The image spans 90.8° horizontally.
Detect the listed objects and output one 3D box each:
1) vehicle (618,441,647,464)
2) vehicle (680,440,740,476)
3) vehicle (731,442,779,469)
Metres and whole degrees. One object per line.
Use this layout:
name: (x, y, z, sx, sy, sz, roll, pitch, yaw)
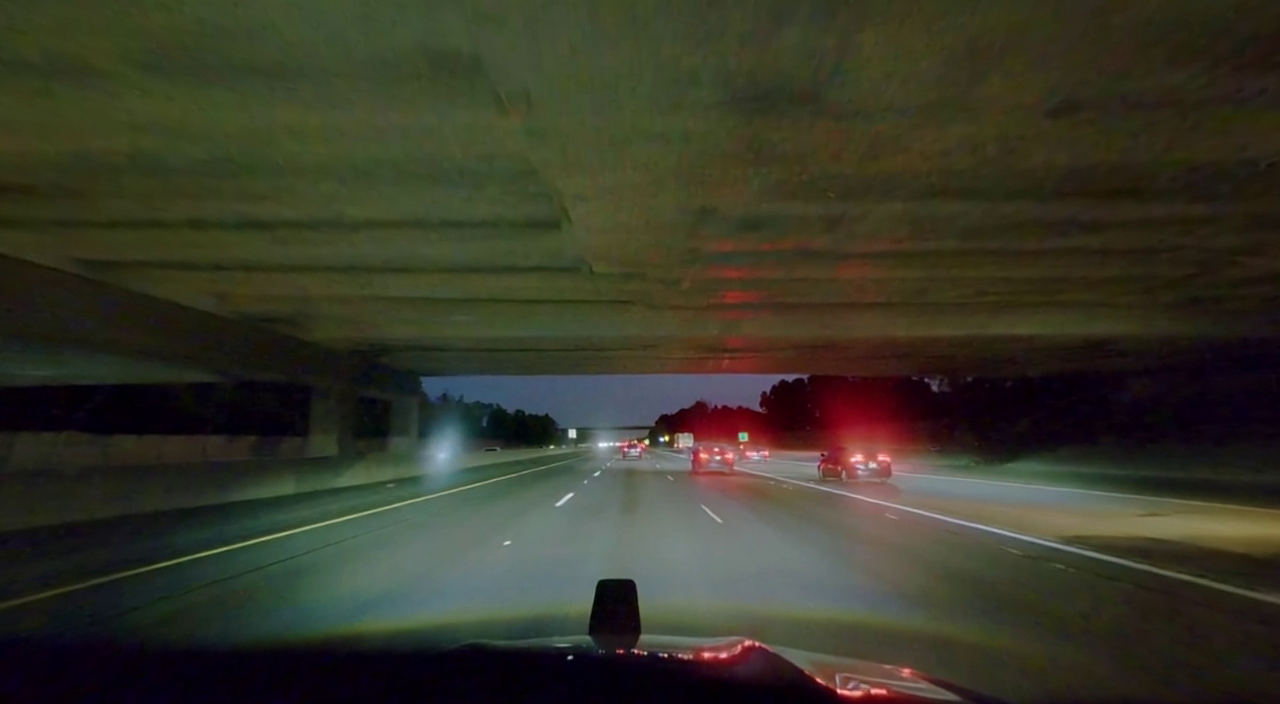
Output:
vehicle: (-0.580, 7.437, 46.903, 2.029, 1.595, 4.207, 0, -9, -1)
vehicle: (3.076, 4.812, 28.901, 2.076, 1.472, 4.562, 0, -9, -2)
vehicle: (6.941, 6.287, 38.614, 1.946, 1.497, 4.467, 0, -9, -2)
